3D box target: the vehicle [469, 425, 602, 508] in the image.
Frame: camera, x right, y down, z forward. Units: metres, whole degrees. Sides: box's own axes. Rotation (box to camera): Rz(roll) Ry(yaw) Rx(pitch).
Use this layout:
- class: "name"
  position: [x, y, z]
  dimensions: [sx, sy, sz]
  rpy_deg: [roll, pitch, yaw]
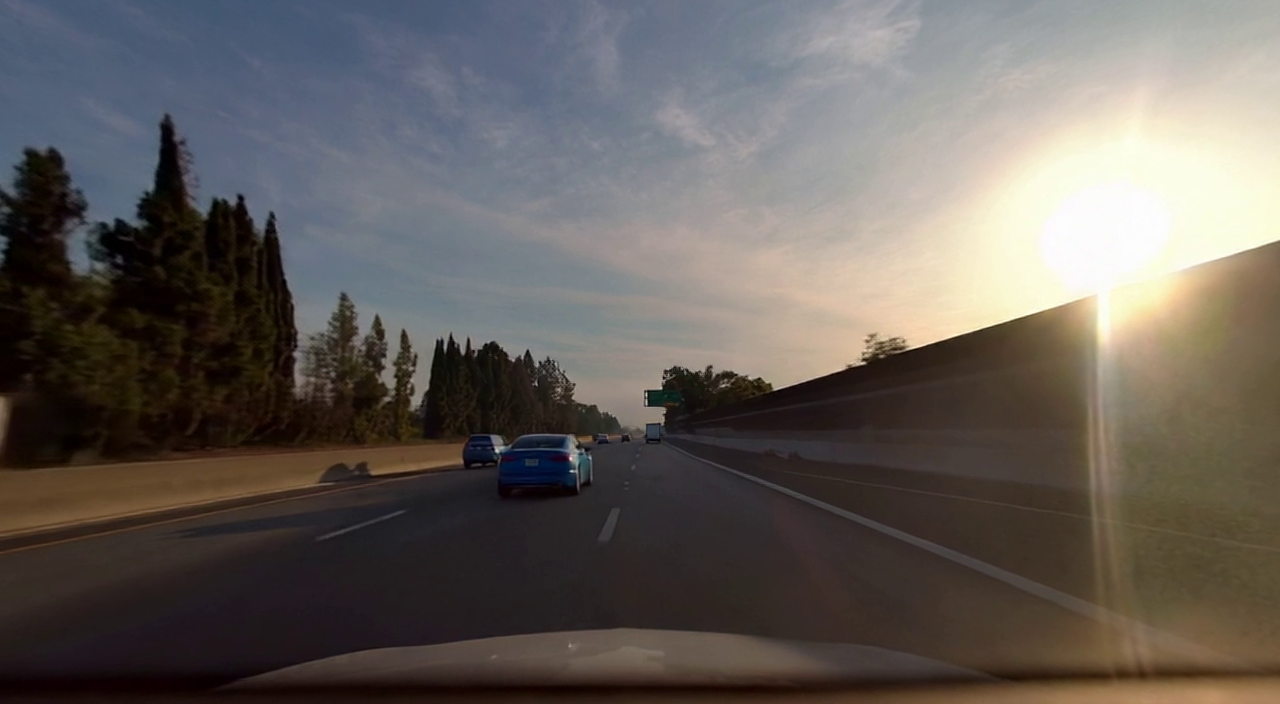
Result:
- class: "vehicle"
  position: [-2.041, 2.364, 13.537]
  dimensions: [2.079, 1.500, 3.881]
  rpy_deg: [0, -8, 2]
